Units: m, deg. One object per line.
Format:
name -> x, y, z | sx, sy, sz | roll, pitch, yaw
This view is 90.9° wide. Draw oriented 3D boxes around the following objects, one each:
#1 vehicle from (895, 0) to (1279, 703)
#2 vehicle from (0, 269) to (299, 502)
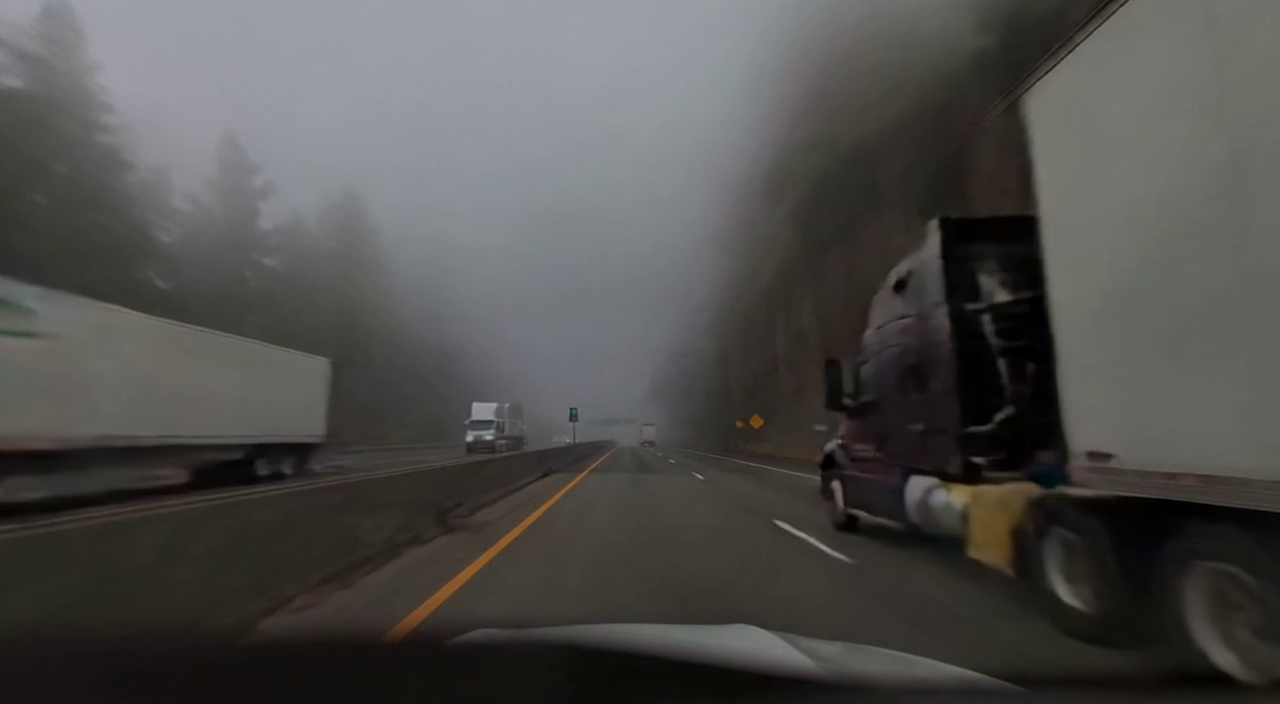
vehicle -> 4.064, -0.619, 0.631 | 2.911, 3.994, 10.840 | 0, -8, -1
vehicle -> -12.532, 1.187, 15.538 | 2.933, 4.039, 9.567 | 0, -8, -1
